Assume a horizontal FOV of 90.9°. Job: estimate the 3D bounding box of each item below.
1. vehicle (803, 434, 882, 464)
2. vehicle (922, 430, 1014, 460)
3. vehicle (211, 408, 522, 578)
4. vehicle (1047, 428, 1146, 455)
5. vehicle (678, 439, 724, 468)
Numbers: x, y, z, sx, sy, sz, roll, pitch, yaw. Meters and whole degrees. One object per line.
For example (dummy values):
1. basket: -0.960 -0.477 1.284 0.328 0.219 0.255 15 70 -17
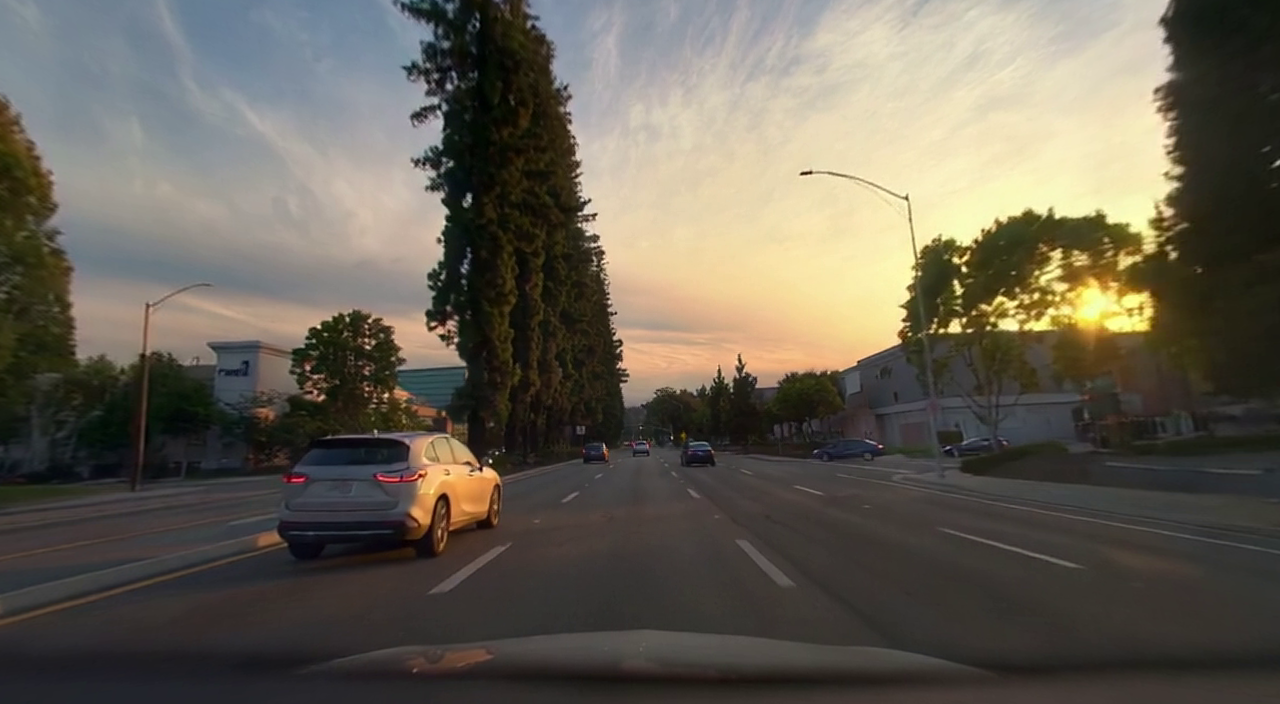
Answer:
1. vehicle: 12.949 6.254 40.525 4.515 1.599 1.968 -5 -9 10
2. vehicle: 20.908 5.933 40.355 4.691 1.626 1.989 -3 -9 3
3. vehicle: -3.132 1.721 8.554 2.121 1.656 4.559 0 -8 1
4. vehicle: 29.023 5.718 40.191 4.759 1.666 1.941 0 -8 0
5. vehicle: 3.374 5.718 35.678 2.087 1.506 4.276 0 -8 -1
